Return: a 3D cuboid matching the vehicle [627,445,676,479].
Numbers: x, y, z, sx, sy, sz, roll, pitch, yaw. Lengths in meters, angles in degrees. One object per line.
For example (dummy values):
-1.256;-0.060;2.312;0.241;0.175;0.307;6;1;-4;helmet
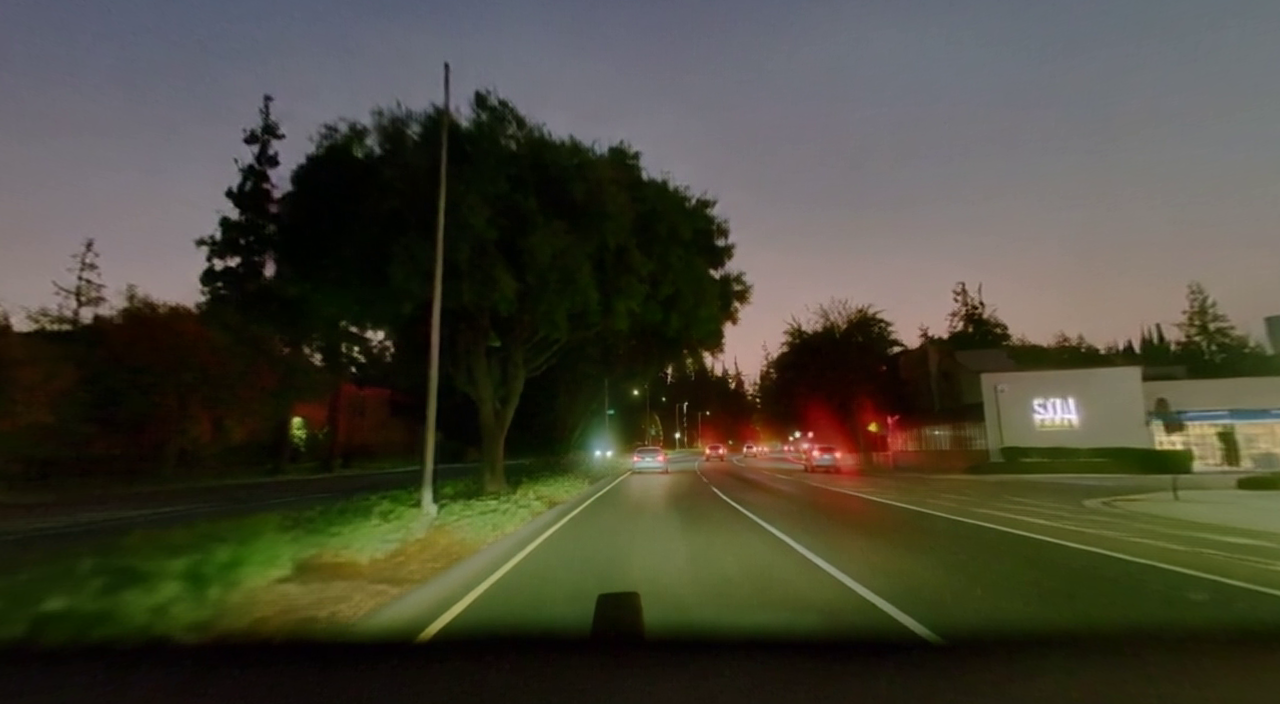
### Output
0.607;5.029;29.244;2.095;1.456;3.873;-1;-8;4;vehicle
